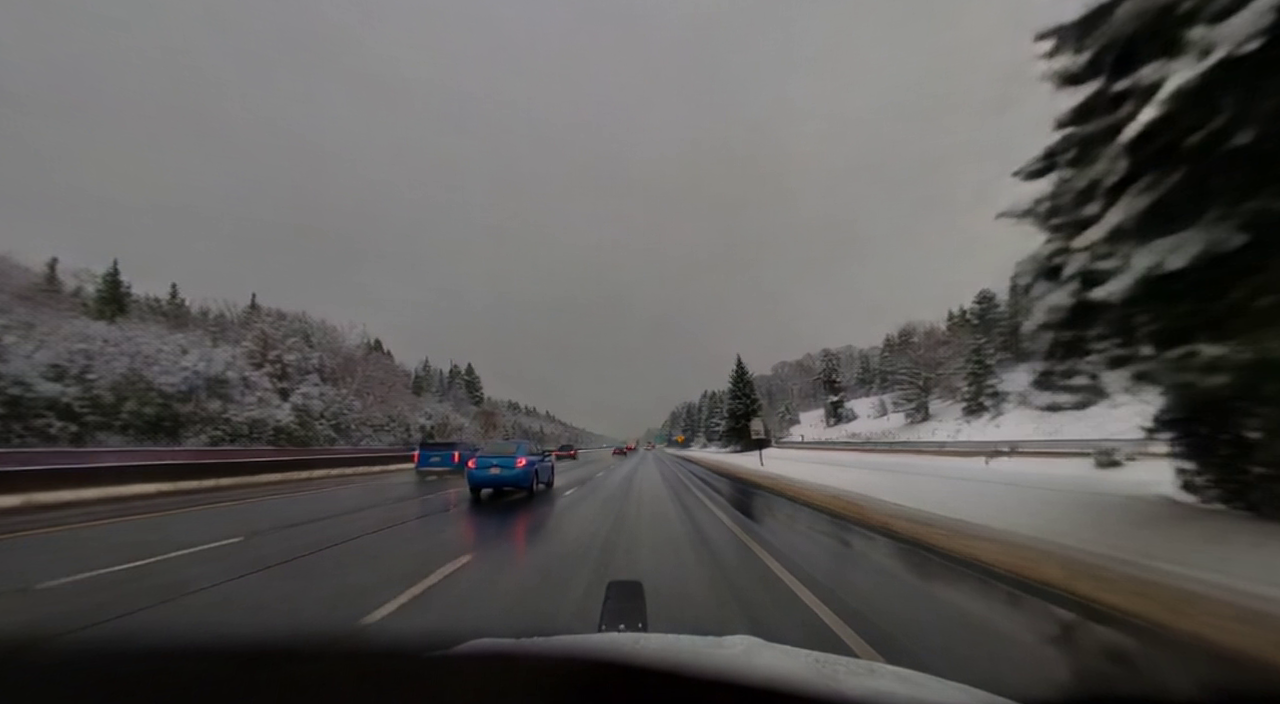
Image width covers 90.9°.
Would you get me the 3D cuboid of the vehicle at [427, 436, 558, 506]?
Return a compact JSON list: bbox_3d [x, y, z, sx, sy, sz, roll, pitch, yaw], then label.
[{"bbox_3d":[-3.575,2.993,16.389,2.081,1.514,4.943,0,-8,1],"label":"vehicle"}]
